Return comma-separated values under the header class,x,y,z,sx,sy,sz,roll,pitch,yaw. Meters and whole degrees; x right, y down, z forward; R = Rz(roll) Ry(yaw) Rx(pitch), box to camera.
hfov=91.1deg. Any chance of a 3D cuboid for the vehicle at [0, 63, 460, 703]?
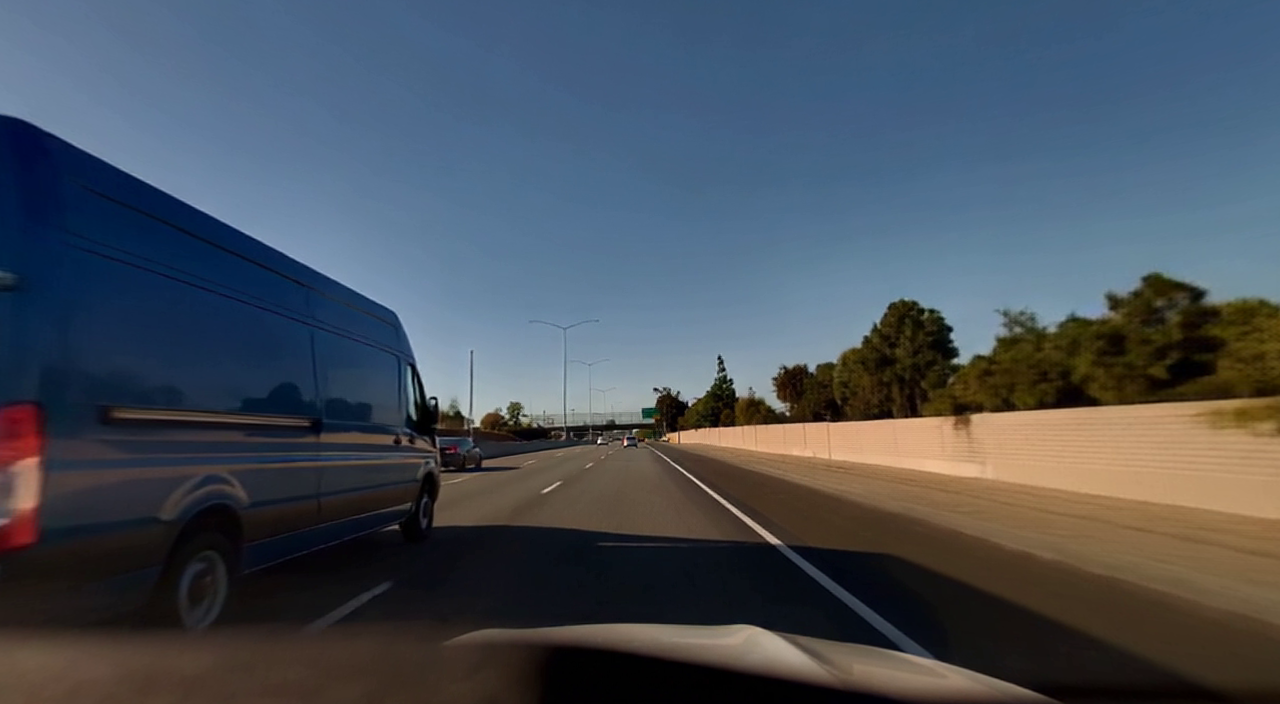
class,x,y,z,sx,sy,sz,roll,pitch,yaw
vehicle,-3.854,0.644,5.577,2.428,2.782,7.330,0,-8,-1
